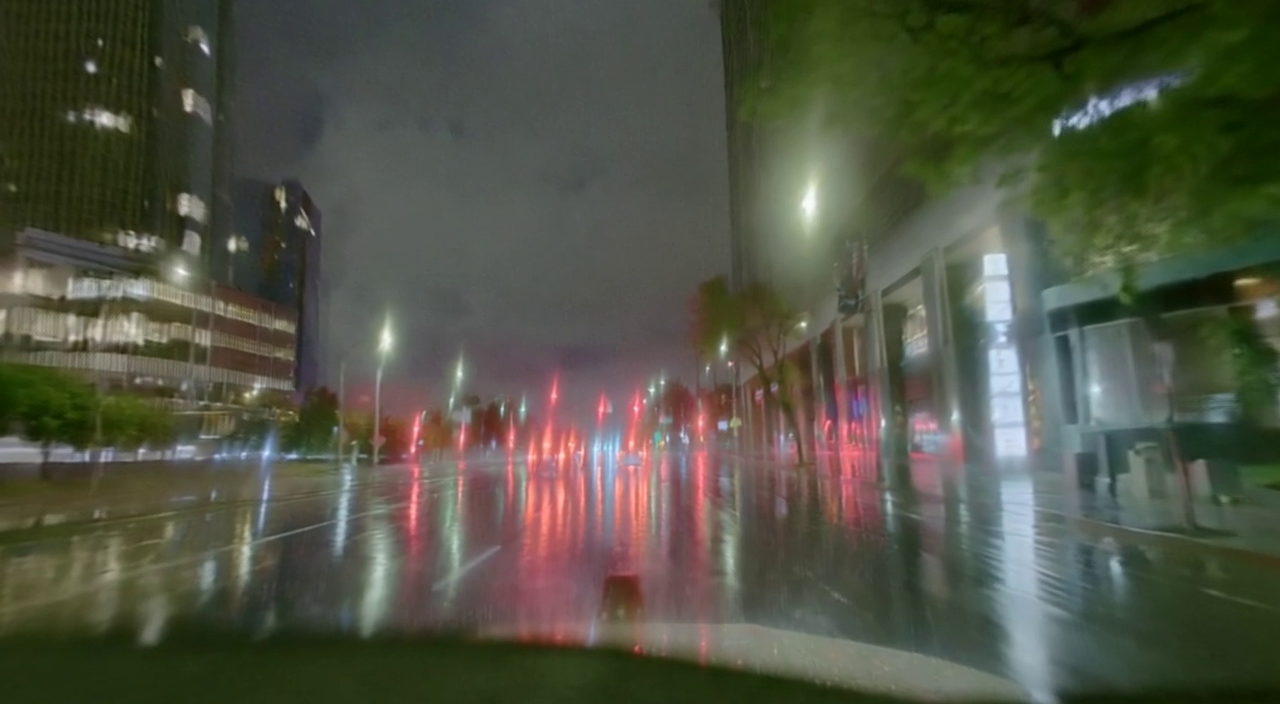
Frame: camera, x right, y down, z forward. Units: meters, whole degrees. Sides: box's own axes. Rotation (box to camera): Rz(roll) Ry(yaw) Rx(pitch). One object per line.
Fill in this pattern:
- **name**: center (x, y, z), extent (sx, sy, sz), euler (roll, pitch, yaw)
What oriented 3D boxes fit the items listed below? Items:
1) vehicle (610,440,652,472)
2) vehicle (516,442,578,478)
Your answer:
- **vehicle**: center (-0.414, 5.335, 32.627), extent (2.042, 1.555, 3.912), euler (0, -9, 0)
- **vehicle**: center (-4.001, 4.732, 27.923), extent (2.020, 1.457, 4.496), euler (0, -9, 1)
